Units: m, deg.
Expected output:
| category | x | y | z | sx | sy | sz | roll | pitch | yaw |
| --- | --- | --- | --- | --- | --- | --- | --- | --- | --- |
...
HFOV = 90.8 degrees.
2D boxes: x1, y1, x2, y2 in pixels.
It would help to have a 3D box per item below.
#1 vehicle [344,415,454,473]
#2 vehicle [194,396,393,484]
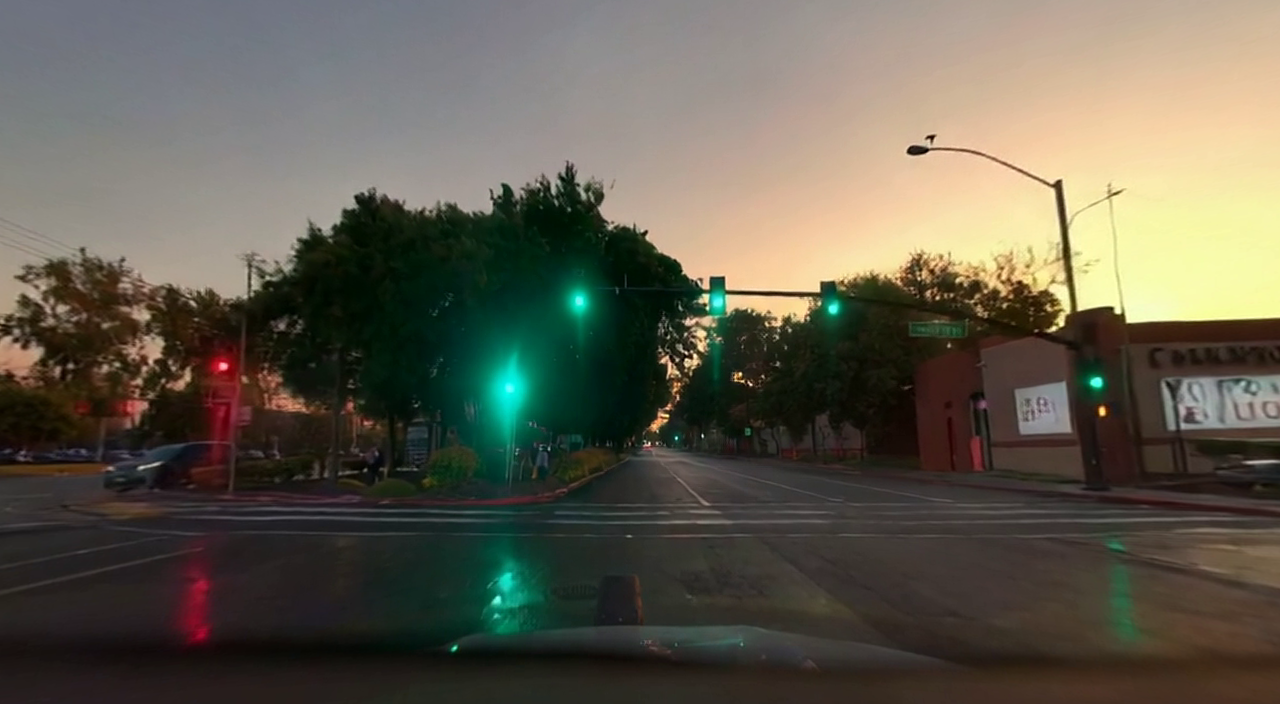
| category | x | y | z | sx | sy | sz | roll | pitch | yaw |
| --- | --- | --- | --- | --- | --- | --- | --- | --- | --- |
| vehicle | -17.821 | 7.058 | 48.254 | 3.044 | 3.826 | 13.690 | 0 | -9 | 0 |
| vehicle | -17.745 | 4.920 | 34.439 | 2.953 | 3.772 | 14.243 | 0 | -9 | -1 |
